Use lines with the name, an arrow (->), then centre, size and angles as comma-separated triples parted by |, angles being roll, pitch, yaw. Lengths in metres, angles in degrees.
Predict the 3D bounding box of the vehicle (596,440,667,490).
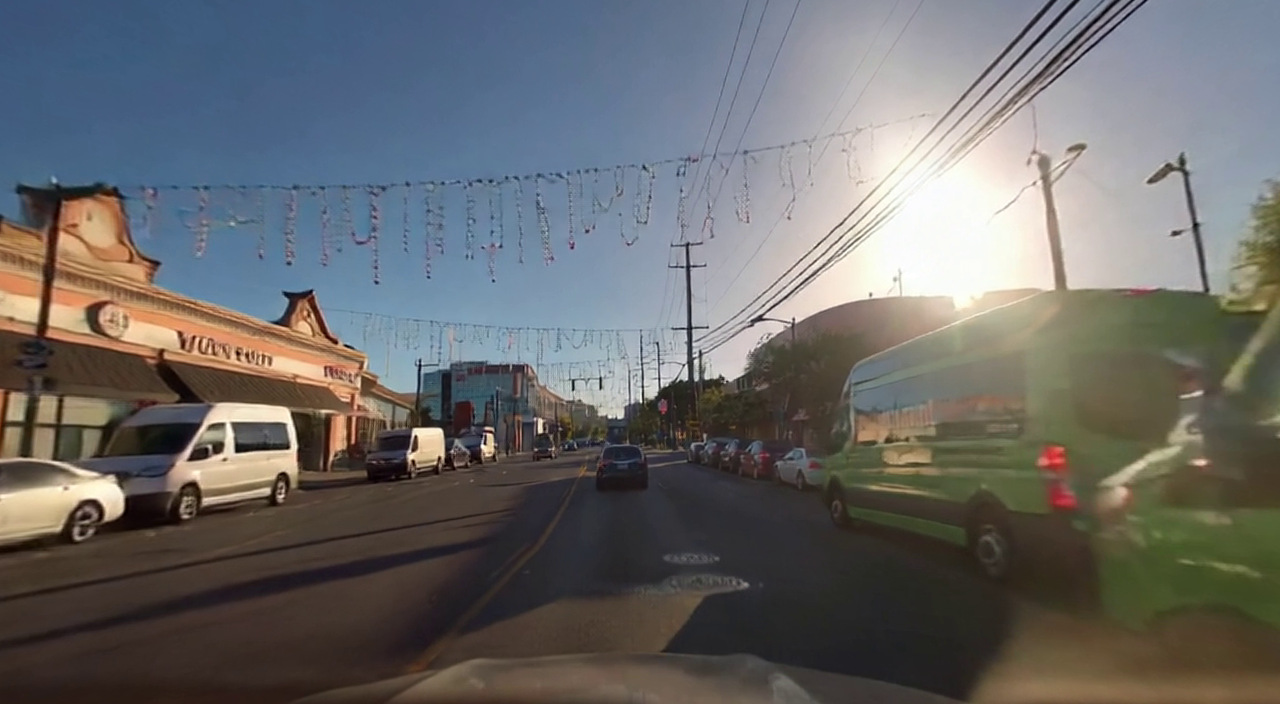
vehicle -> -0.323, 3.694, 21.113 | 2.112, 1.464, 4.411 | 0, -8, -2

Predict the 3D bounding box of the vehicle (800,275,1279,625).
vehicle -> 4.444, 1.223, 8.427 | 2.492, 2.720, 6.884 | 0, -8, -3

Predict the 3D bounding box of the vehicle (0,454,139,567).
vehicle -> -9.740, 2.182, 8.613 | 2.063, 1.481, 4.722 | 0, -8, -2

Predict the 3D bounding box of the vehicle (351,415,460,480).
vehicle -> -10.386, 4.339, 28.805 | 2.964, 2.597, 6.437 | 1, -8, -5

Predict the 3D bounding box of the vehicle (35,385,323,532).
vehicle -> -10.040, 2.393, 14.736 | 2.398, 2.723, 5.816 | 0, -8, -2
